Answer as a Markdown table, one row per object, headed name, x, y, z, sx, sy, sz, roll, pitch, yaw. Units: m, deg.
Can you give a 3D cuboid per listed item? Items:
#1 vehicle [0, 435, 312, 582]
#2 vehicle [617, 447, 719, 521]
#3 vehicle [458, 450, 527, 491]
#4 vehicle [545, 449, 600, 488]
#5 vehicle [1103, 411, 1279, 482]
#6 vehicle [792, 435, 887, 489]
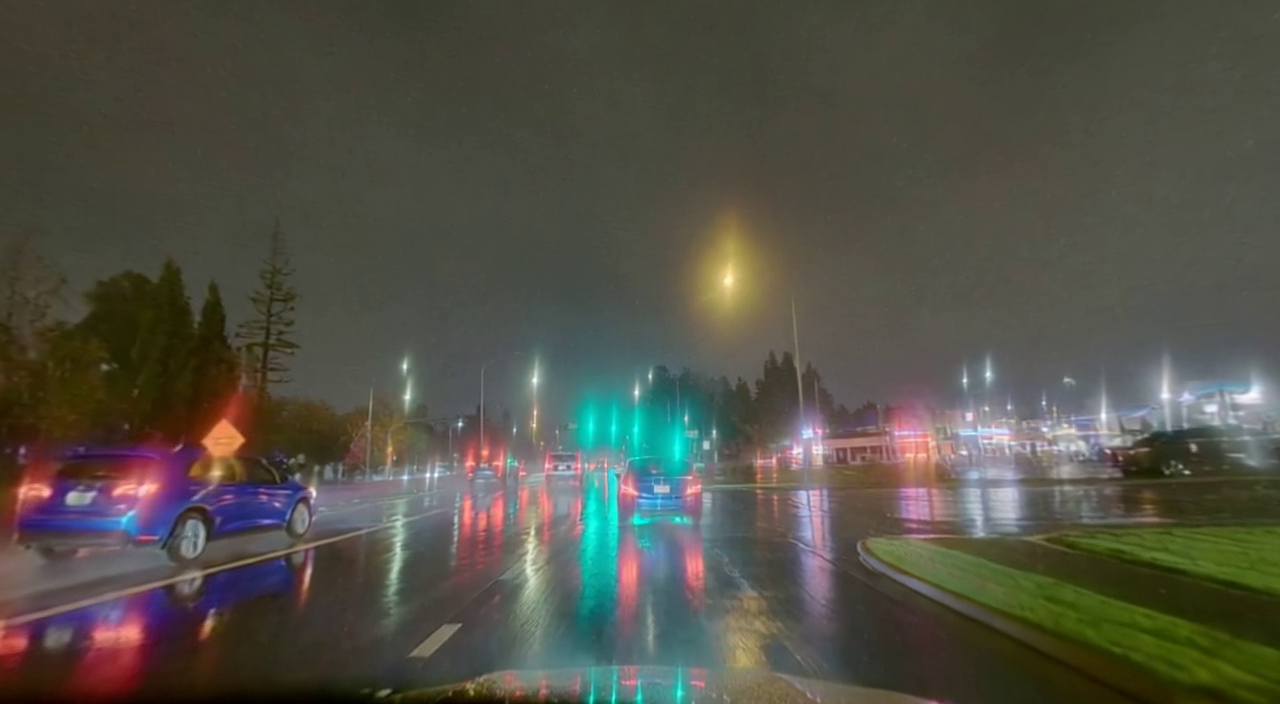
| name | x | y | z | sx | sy | sz | roll | pitch | yaw |
| --- | --- | --- | --- | --- | --- | --- | --- | --- | --- |
| vehicle | -7.033 | 2.110 | 9.378 | 1.968 | 1.657 | 4.230 | 0 | -9 | 1 |
| vehicle | 0.604 | 3.021 | 14.972 | 2.091 | 1.494 | 3.962 | 0 | -9 | 1 |
| vehicle | -6.869 | 5.525 | 29.779 | 2.032 | 1.767 | 4.549 | 0 | -9 | 1 |
| vehicle | -3.230 | 5.676 | 31.091 | 2.055 | 1.725 | 4.732 | 0 | -9 | 2 |
| vehicle | 17.937 | 2.872 | 19.148 | 5.852 | 1.962 | 2.323 | -7 | -11 | 41 |
| vehicle | 8.751 | 4.853 | 28.349 | 2.412 | 2.116 | 5.939 | 0 | -8 | 1 |
